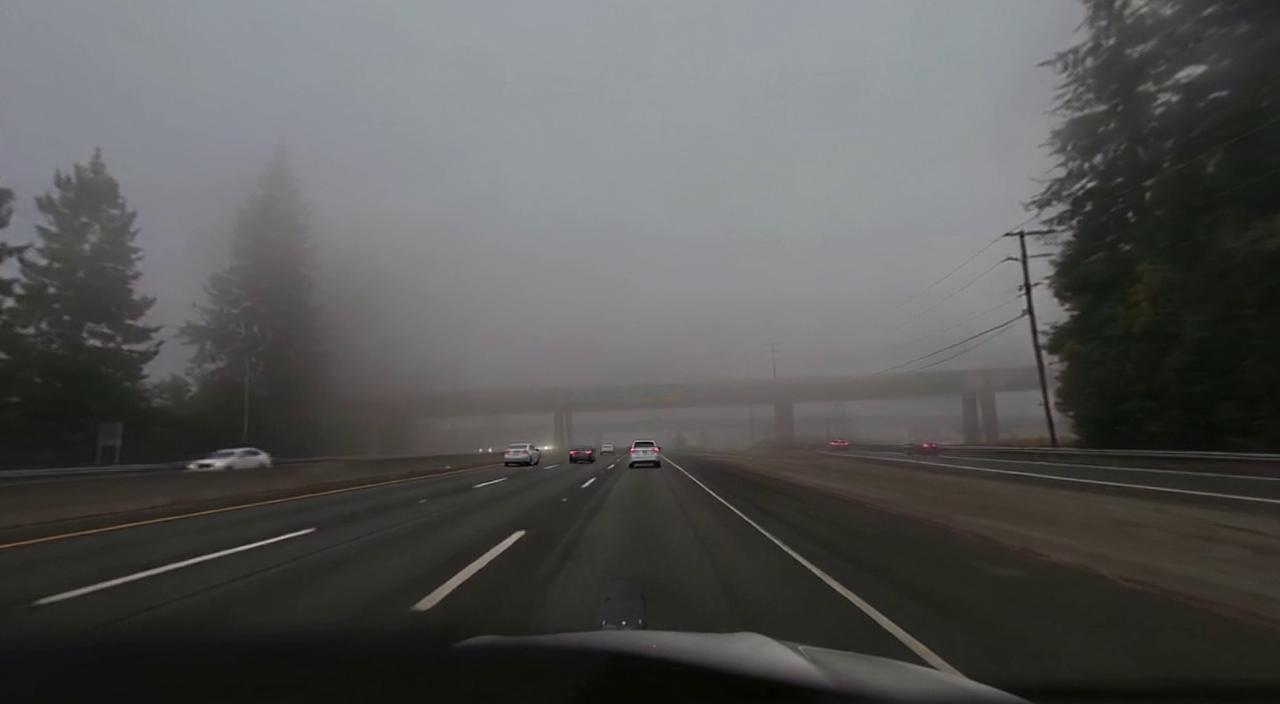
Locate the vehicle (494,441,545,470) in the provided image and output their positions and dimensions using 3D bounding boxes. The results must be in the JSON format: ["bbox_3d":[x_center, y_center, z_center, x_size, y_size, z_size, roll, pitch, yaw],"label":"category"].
[{"bbox_3d":[-7.286,6.286,38.637,2.139,1.653,4.614,0,-8,2],"label":"vehicle"}]

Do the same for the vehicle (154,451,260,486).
[{"bbox_3d":[-20.936,5.635,30.772,1.886,1.513,4.625,0,-8,0],"label":"vehicle"}]

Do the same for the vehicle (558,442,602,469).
[{"bbox_3d":[-3.428,6.019,36.879,2.056,1.464,4.564,0,-8,1],"label":"vehicle"}]

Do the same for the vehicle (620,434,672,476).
[{"bbox_3d":[0.255,4.562,28.214,2.152,1.697,4.066,0,-8,0],"label":"vehicle"}]
